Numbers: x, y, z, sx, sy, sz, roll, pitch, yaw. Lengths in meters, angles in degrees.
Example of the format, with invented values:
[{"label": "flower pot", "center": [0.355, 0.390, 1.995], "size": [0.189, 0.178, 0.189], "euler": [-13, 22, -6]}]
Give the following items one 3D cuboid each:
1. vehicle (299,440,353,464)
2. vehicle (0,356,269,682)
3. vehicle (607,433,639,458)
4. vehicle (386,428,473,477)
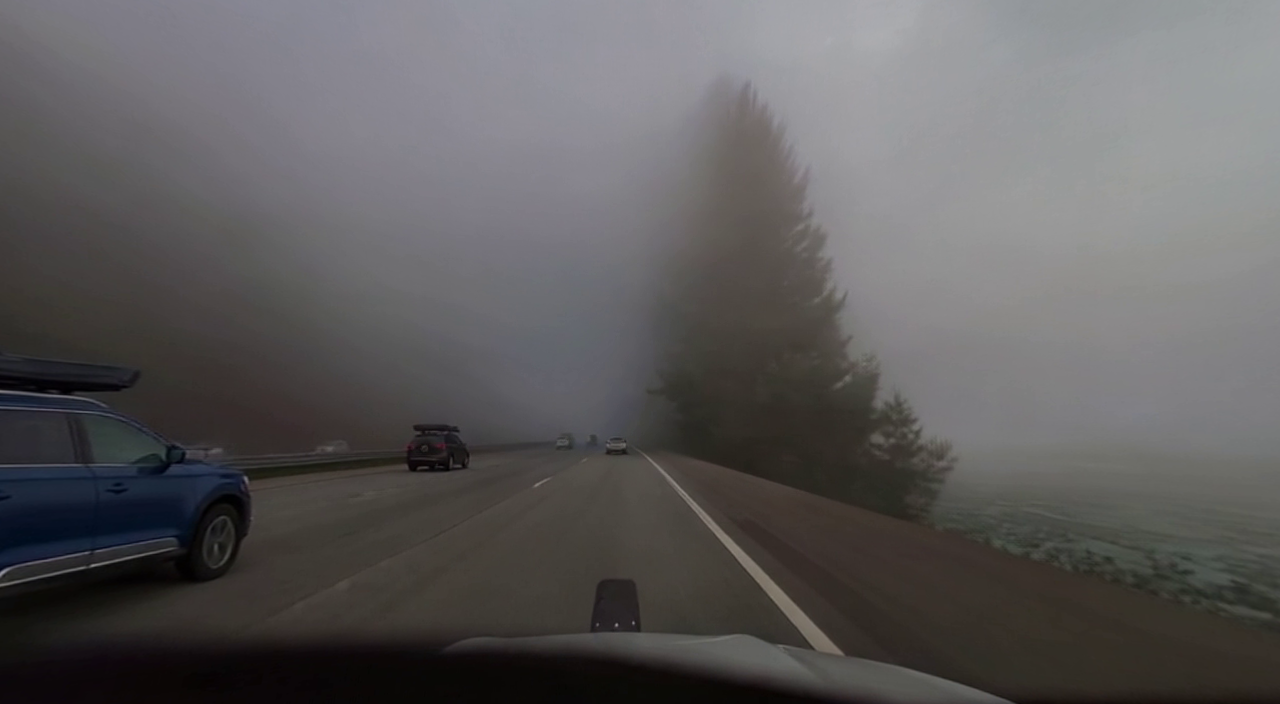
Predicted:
[{"label": "vehicle", "center": [-21.239, 6.783, 42.805], "size": [1.729, 1.483, 3.790], "euler": [0, -7, 0]}, {"label": "vehicle", "center": [-4.507, 0.924, 3.549], "size": [2.069, 1.748, 4.652], "euler": [0, -8, -1]}, {"label": "vehicle", "center": [-1.193, 6.628, 44.901], "size": [2.178, 1.658, 3.916], "euler": [0, -8, -1]}, {"label": "vehicle", "center": [-8.226, 3.940, 25.047], "size": [1.964, 1.745, 4.338], "euler": [0, -8, 0]}]
